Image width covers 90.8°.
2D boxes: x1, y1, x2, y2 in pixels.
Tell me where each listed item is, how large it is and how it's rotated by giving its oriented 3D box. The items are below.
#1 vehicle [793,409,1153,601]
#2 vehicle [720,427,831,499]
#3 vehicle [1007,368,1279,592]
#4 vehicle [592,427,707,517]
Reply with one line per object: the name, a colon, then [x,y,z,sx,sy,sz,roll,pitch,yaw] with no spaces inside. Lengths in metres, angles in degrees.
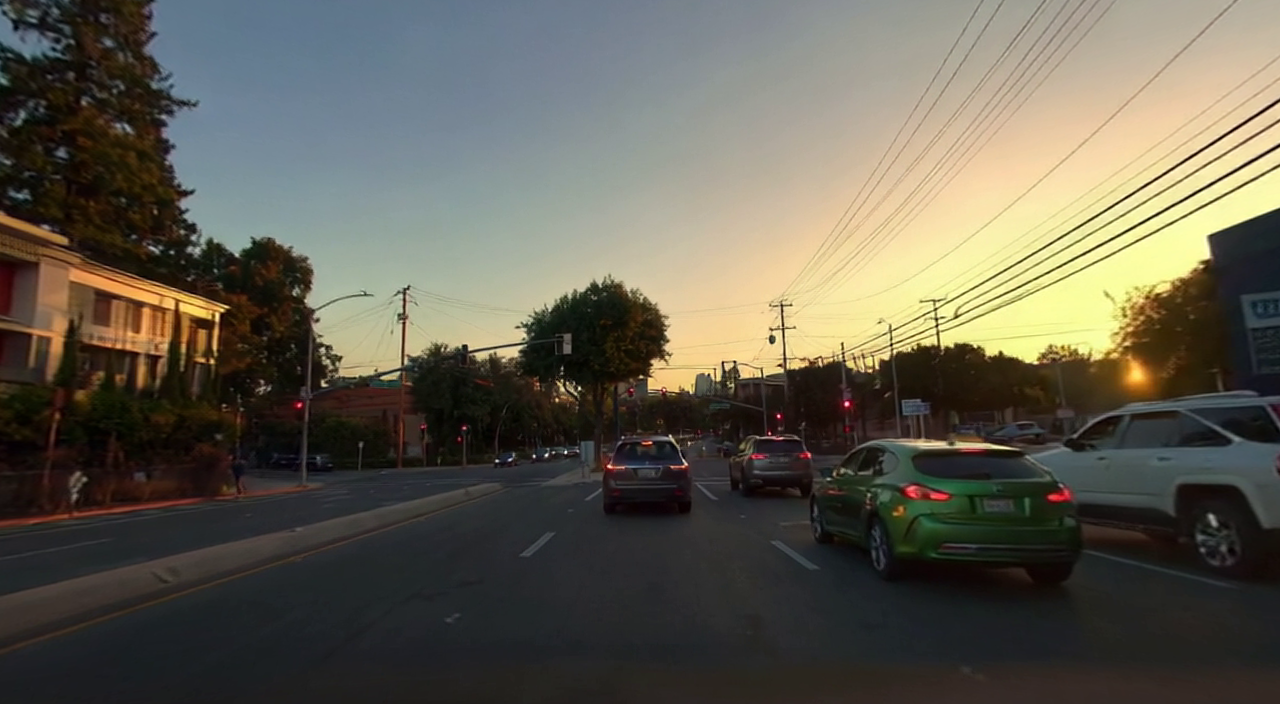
vehicle: [3.347,1.621,7.565,1.998,1.620,4.267,0,-9,1]
vehicle: [3.695,3.138,18.234,2.060,1.789,4.712,0,-9,-1]
vehicle: [6.677,1.373,7.233,2.080,1.958,4.653,0,-9,0]
vehicle: [0.176,2.549,13.913,2.149,1.668,3.962,0,-9,0]
